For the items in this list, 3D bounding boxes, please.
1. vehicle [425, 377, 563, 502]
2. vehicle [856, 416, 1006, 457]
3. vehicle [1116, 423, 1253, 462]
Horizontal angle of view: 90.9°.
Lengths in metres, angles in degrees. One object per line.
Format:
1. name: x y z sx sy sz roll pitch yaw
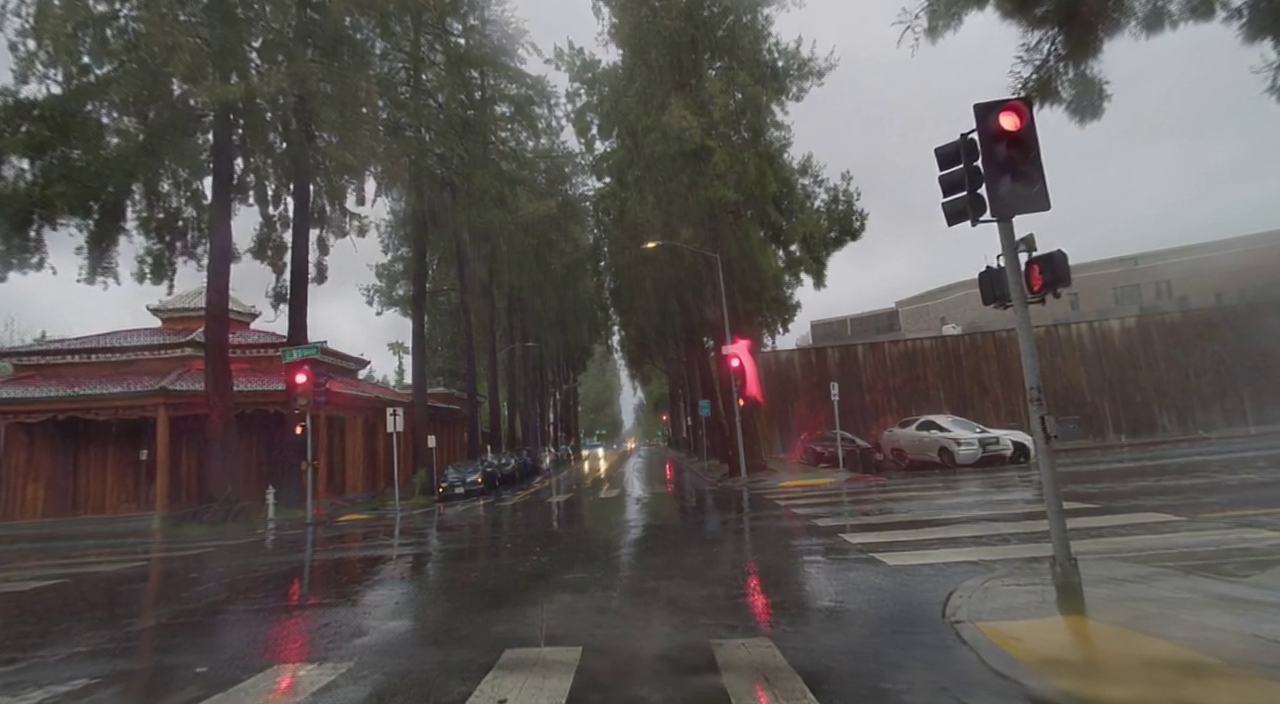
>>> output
1. vehicle: -5.749 3.761 27.091 3.113 4.041 10.284 -6 -8 0
2. vehicle: 10.686 3.141 23.420 4.643 1.456 1.820 -1 -8 5
3. vehicle: 24.946 4.166 29.019 4.268 1.695 2.053 0 -8 3
